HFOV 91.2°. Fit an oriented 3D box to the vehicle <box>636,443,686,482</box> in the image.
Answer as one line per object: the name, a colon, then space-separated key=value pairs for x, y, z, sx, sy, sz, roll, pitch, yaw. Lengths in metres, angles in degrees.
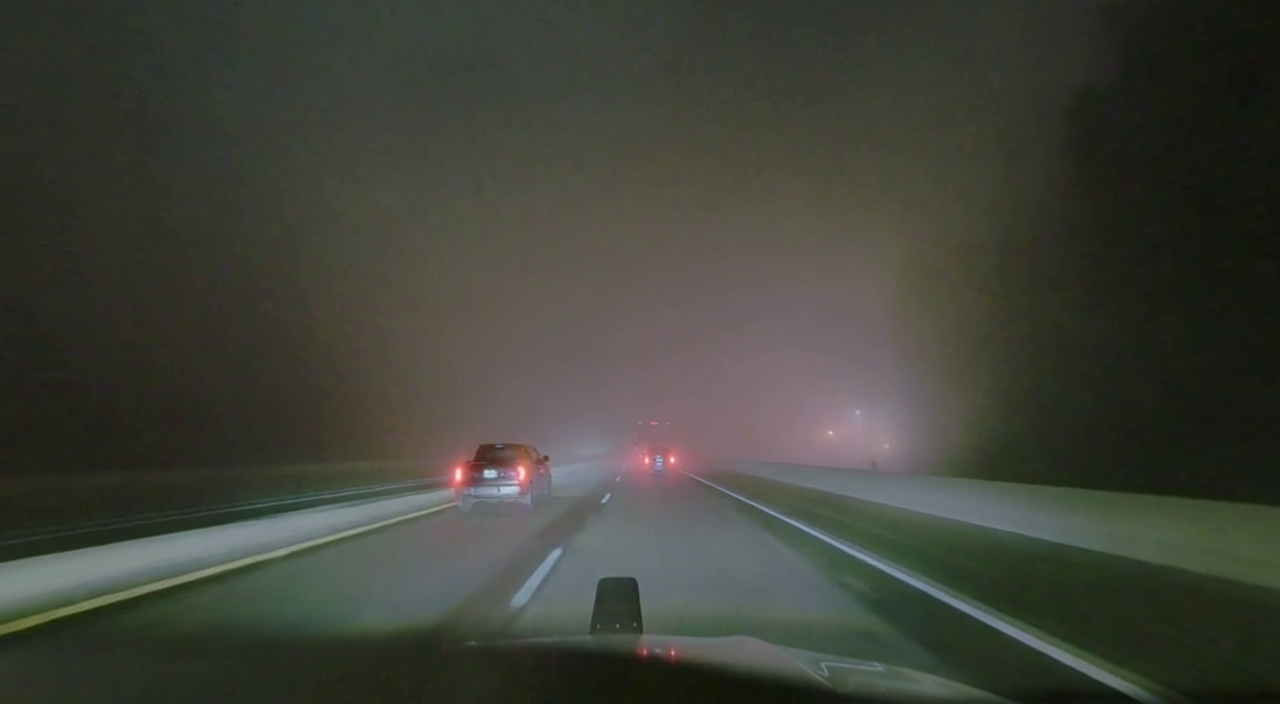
vehicle: x=0.943 y=5.300 z=30.338 sx=2.230 sy=1.715 sz=4.243 roll=0 pitch=-9 yaw=0

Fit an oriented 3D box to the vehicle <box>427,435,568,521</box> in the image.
vehicle: x=-3.065 y=2.843 z=14.695 sx=2.181 sy=1.653 sz=4.691 roll=0 pitch=-9 yaw=0
